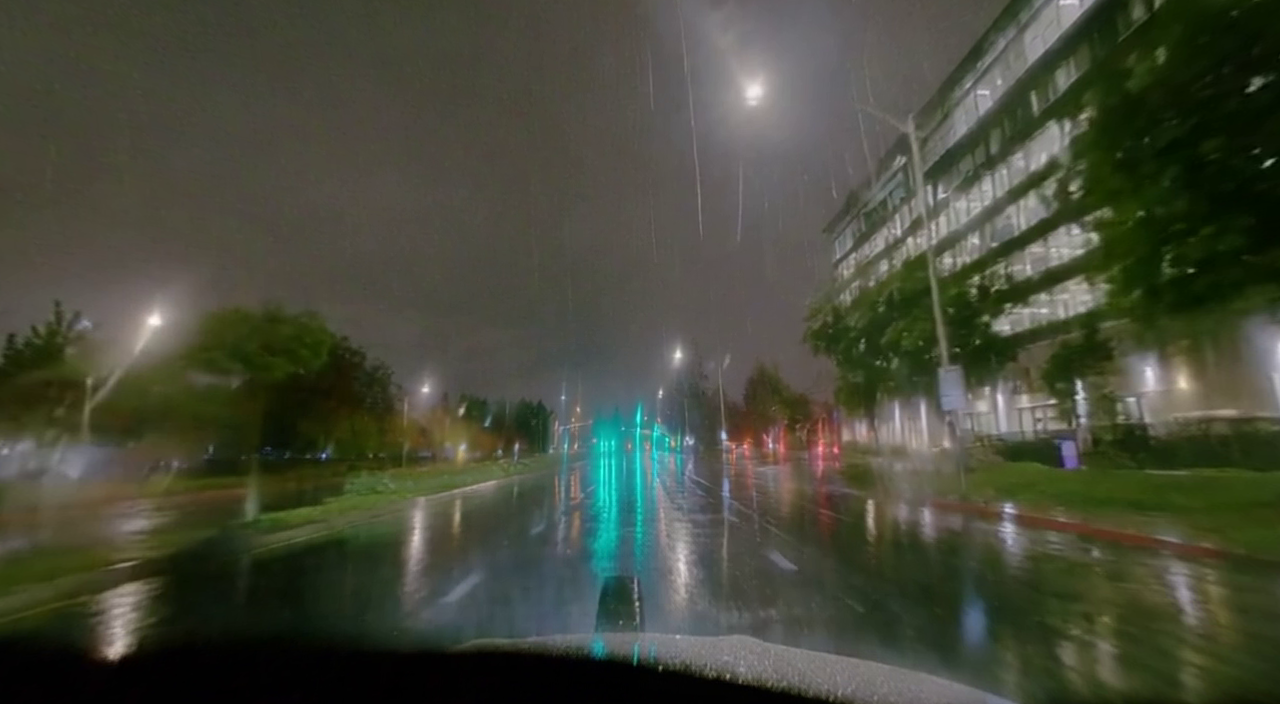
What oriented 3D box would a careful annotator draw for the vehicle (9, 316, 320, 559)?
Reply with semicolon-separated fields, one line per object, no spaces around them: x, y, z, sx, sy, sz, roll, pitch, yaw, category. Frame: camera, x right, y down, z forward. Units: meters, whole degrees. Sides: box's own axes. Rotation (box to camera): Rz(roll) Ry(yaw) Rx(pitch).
-7.528;1.408;10.554;2.837;3.274;3.013;-4;-9;-3;vehicle
